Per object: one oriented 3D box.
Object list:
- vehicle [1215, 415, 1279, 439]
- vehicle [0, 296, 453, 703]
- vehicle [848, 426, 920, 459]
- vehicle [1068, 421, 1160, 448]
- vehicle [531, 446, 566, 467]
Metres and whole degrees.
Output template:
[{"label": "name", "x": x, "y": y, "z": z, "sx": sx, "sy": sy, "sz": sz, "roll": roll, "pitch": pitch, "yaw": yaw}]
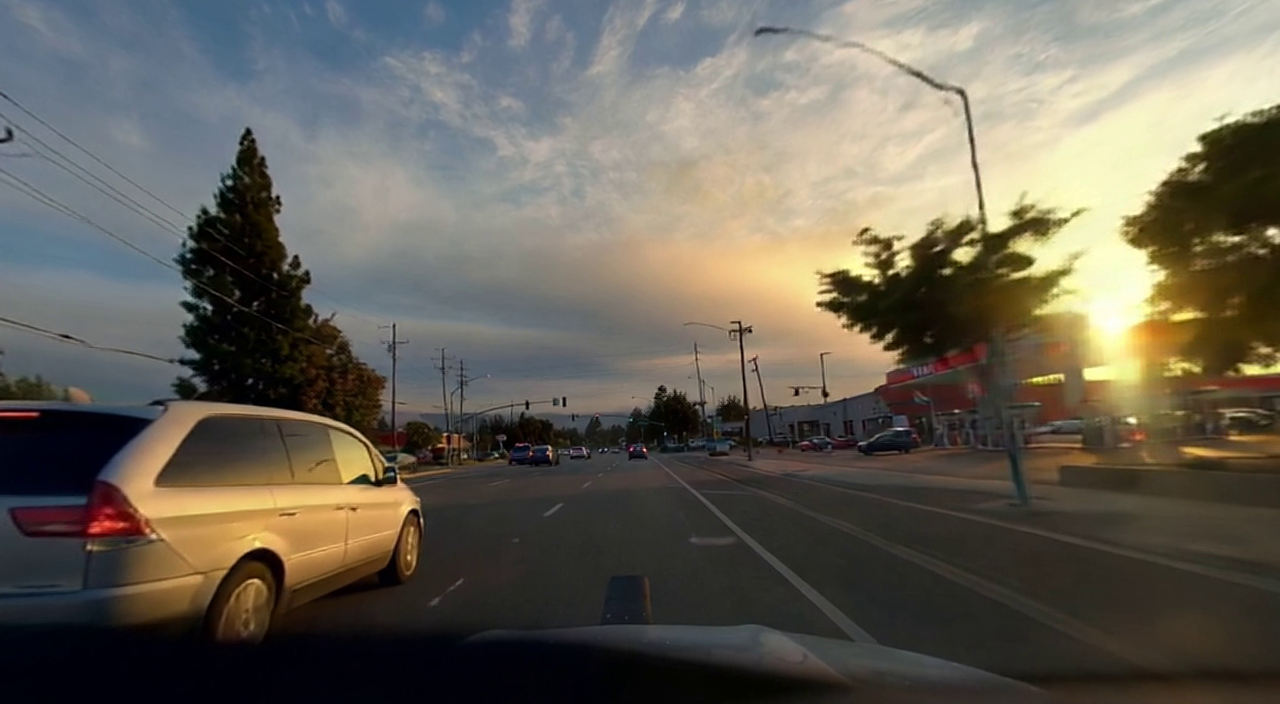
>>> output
[{"label": "vehicle", "x": 41.634, "y": 5.018, "z": 42.056, "sx": 4.630, "sy": 1.529, "sz": 1.759, "roll": -8, "pitch": -10, "yaw": 42}, {"label": "vehicle", "x": -3.150, "y": 1.060, "z": 4.441, "sx": 2.190, "sy": 1.844, "sz": 4.751, "roll": 0, "pitch": -8, "yaw": 0}, {"label": "vehicle", "x": 15.936, "y": 5.986, "z": 41.632, "sx": 2.178, "sy": 1.911, "sz": 5.852, "roll": -1, "pitch": -8, "yaw": -2}, {"label": "vehicle", "x": 30.922, "y": 5.425, "z": 41.171, "sx": 4.459, "sy": 1.605, "sz": 1.883, "roll": -10, "pitch": -12, "yaw": 44}, {"label": "vehicle", "x": -6.735, "y": 7.701, "z": 46.719, "sx": 1.960, "sy": 1.468, "sz": 4.345, "roll": 0, "pitch": -8, "yaw": 0}]
